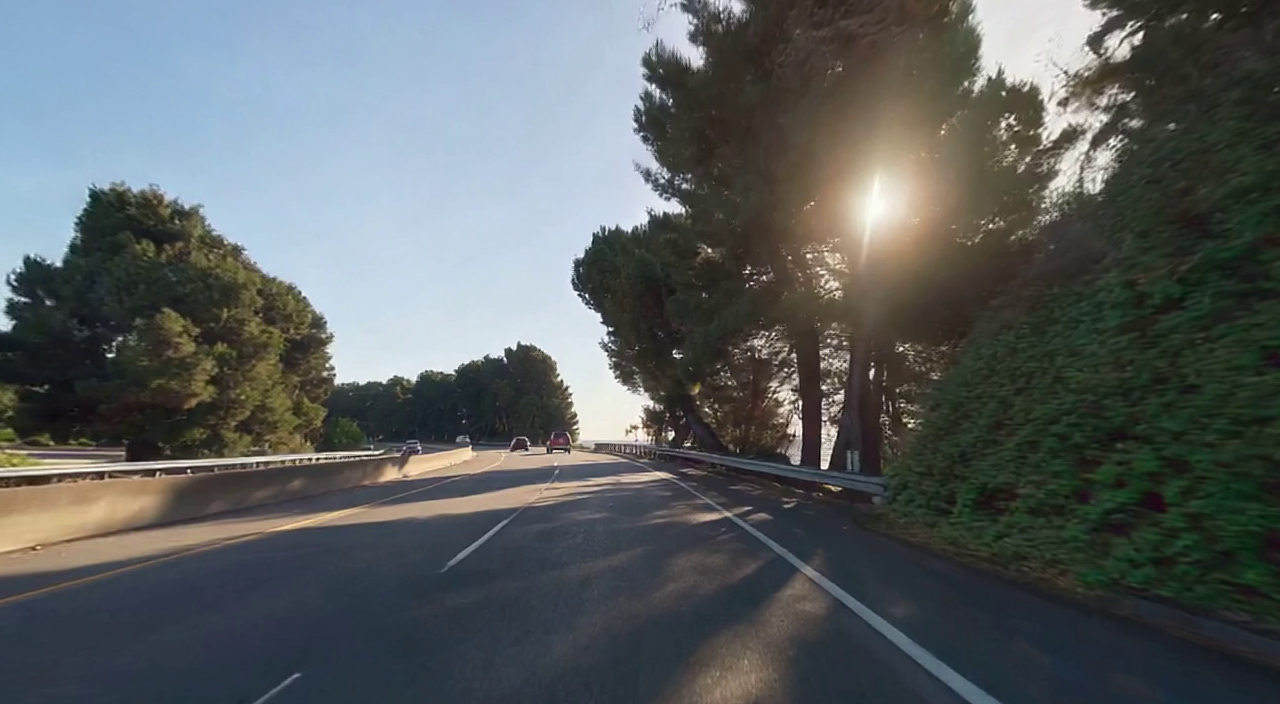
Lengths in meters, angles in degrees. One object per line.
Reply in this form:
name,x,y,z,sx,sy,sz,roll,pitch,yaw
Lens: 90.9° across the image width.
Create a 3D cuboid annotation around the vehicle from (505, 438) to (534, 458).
vehicle,-9.360,7.412,48.763,2.065,1.466,4.281,2,-9,-13
